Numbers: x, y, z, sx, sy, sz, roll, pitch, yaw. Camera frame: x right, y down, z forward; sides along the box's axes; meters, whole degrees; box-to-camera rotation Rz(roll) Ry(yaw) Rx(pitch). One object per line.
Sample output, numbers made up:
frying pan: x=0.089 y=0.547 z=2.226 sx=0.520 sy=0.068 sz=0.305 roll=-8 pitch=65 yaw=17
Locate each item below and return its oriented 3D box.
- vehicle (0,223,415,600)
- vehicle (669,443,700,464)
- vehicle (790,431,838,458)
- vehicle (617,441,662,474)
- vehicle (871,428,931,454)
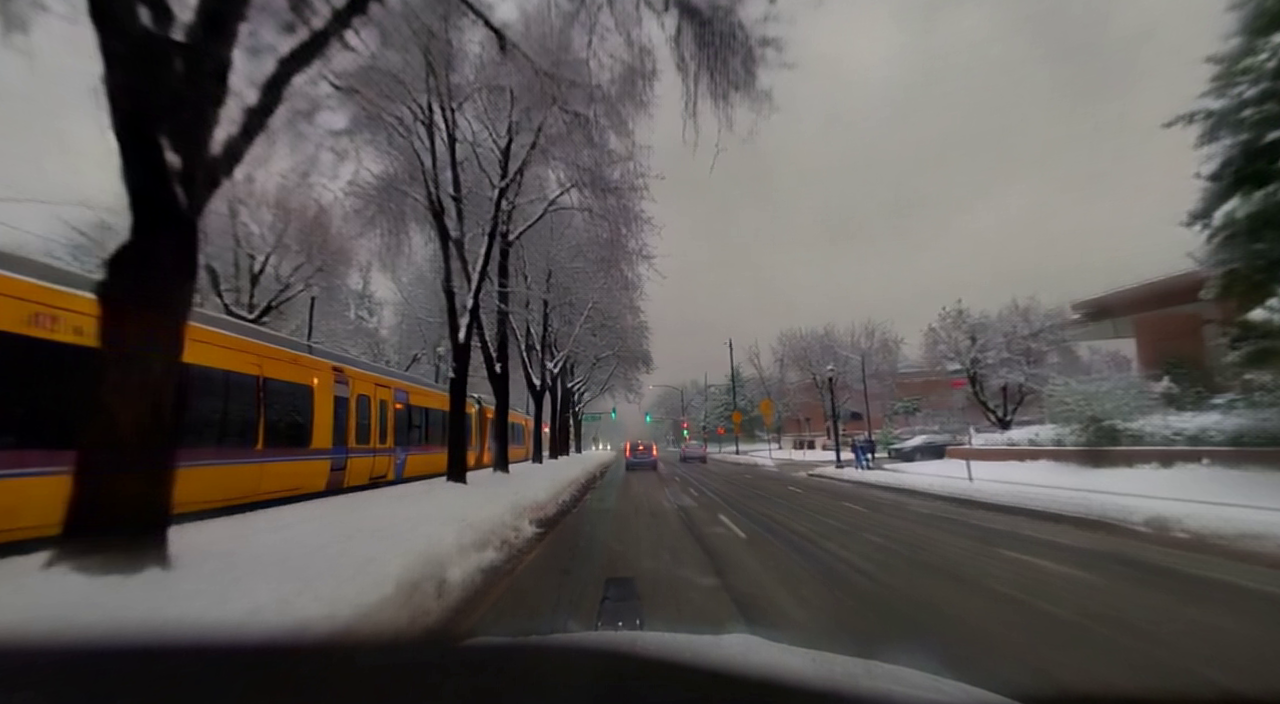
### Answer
vehicle: x=-7.794 y=1.157 z=10.944 sx=2.897 sy=3.700 sz=13.528 roll=0 pitch=-7 yaw=0
vehicle: x=3.199 y=7.368 z=46.079 sx=1.944 sy=1.447 sz=4.392 roll=0 pitch=-8 yaw=0
vehicle: x=13.110 y=7.033 z=47.948 sx=2.145 sy=1.911 sz=5.581 roll=0 pitch=-9 yaw=1
vehicle: x=-0.034 y=5.074 z=30.675 sx=2.002 sy=1.471 sz=4.337 roll=0 pitch=-8 yaw=0
vehicle: x=19.321 y=6.673 z=47.146 sx=2.159 sy=1.817 sz=5.675 roll=0 pitch=-9 yaw=1
